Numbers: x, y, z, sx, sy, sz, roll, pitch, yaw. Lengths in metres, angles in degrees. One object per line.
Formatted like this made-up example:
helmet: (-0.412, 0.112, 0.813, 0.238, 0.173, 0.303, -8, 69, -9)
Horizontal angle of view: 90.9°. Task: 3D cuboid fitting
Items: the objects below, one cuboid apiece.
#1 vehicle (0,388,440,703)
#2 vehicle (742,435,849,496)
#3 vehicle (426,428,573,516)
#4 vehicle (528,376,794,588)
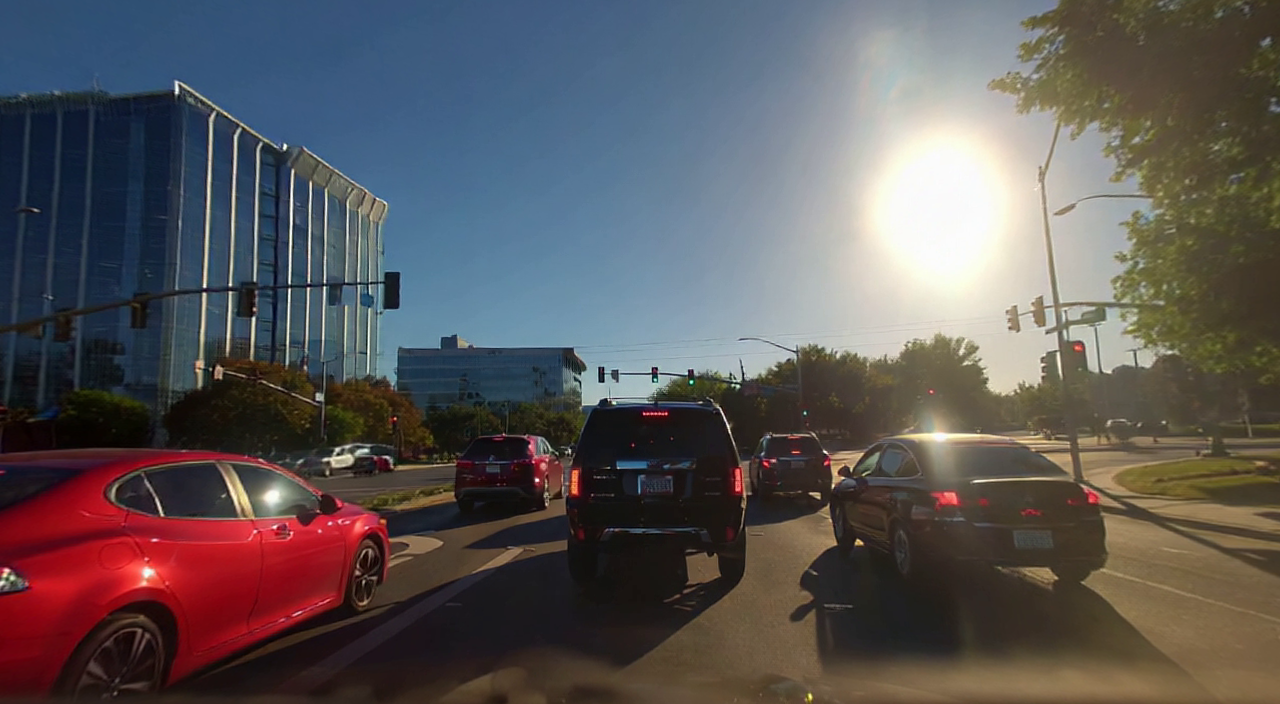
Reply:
vehicle: (-3.211, 1.201, 4.438, 1.958, 1.494, 4.624, 0, -8, 2)
vehicle: (4.120, 3.068, 17.408, 1.979, 1.453, 4.011, 0, -8, 1)
vehicle: (-2.676, 2.389, 13.068, 1.851, 1.502, 4.042, 0, -8, 4)
vehicle: (0.226, 1.440, 7.727, 2.300, 1.832, 4.331, 0, -8, 1)
